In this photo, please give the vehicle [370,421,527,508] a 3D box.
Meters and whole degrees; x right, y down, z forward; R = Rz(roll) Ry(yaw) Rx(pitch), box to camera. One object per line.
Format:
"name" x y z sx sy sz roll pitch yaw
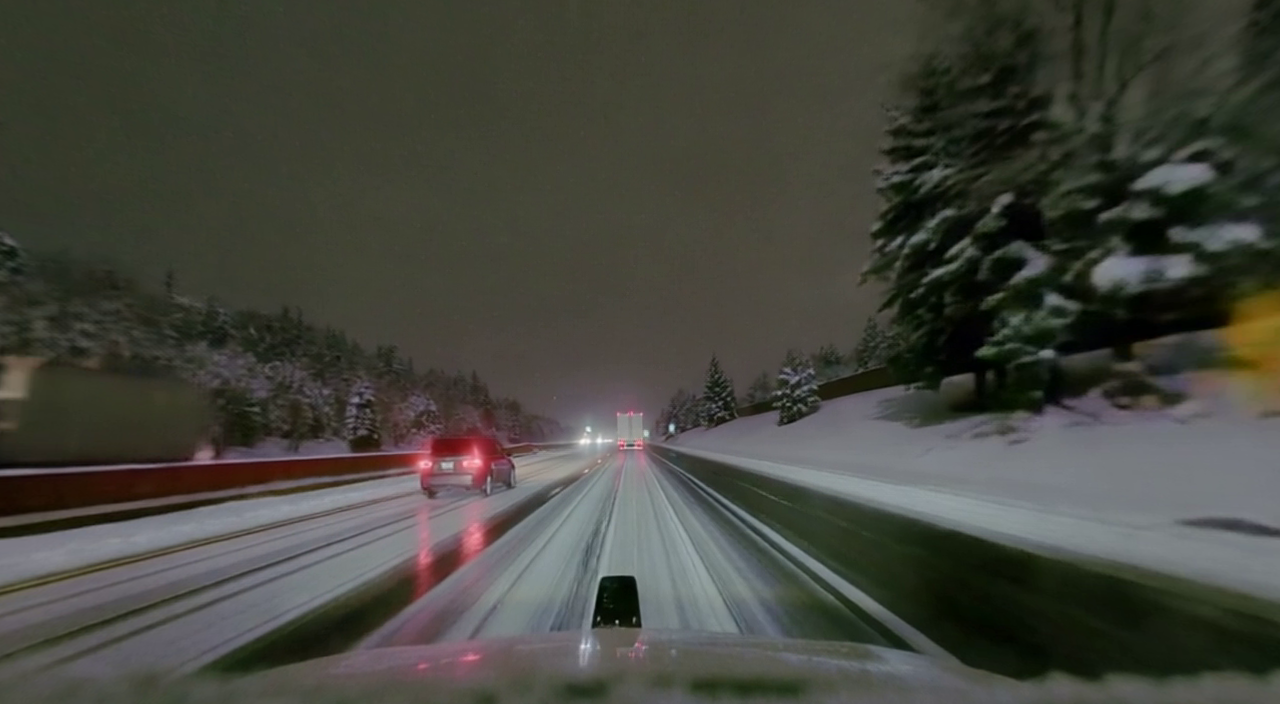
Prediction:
"vehicle" -4.099 2.475 14.480 2.123 1.655 4.688 0 -8 0
